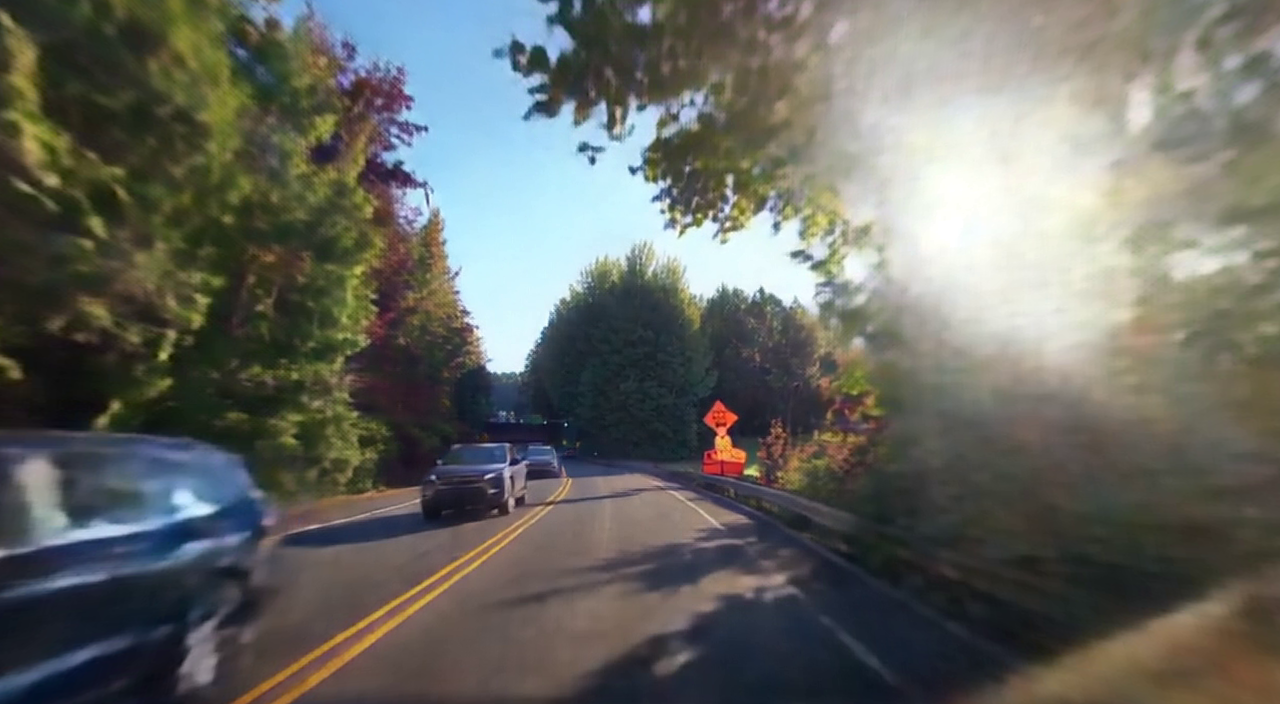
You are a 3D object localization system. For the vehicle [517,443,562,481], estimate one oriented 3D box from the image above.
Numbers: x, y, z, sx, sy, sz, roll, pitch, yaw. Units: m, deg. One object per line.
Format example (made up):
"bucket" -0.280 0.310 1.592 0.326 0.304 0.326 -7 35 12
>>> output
"vehicle" -5.060 5.573 32.392 2.057 1.792 4.457 1 -9 -7

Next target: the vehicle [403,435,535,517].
"vehicle" -4.036 3.000 15.904 2.177 1.721 4.794 1 -8 -3

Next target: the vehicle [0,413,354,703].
"vehicle" -3.079 0.980 2.413 2.032 1.444 4.164 0 -8 0
